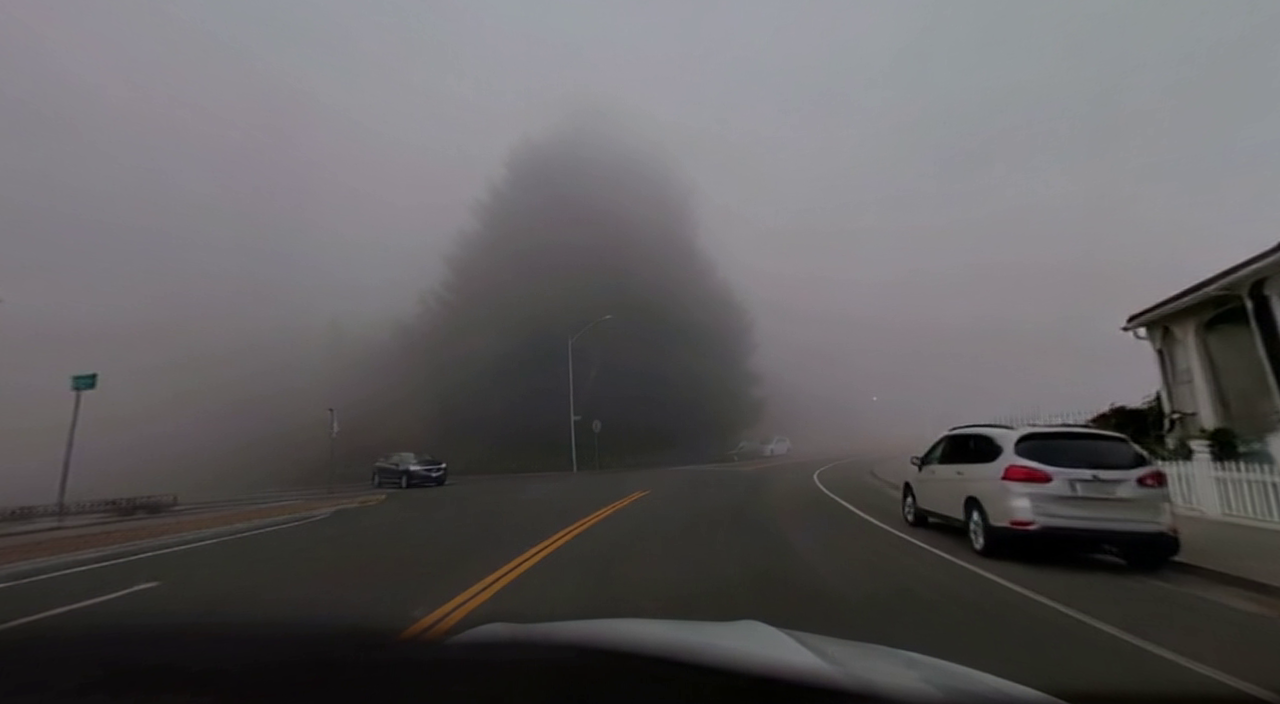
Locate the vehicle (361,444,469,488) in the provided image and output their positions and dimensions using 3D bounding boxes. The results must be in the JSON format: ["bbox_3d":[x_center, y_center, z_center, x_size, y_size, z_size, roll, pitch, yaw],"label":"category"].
[{"bbox_3d":[-9.500,4.746,26.641,4.270,1.683,1.984,-5,-10,31],"label":"vehicle"}]

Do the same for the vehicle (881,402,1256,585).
[{"bbox_3d":[4.902,1.668,8.274,2.105,1.705,4.392,-1,-9,5],"label":"vehicle"}]
